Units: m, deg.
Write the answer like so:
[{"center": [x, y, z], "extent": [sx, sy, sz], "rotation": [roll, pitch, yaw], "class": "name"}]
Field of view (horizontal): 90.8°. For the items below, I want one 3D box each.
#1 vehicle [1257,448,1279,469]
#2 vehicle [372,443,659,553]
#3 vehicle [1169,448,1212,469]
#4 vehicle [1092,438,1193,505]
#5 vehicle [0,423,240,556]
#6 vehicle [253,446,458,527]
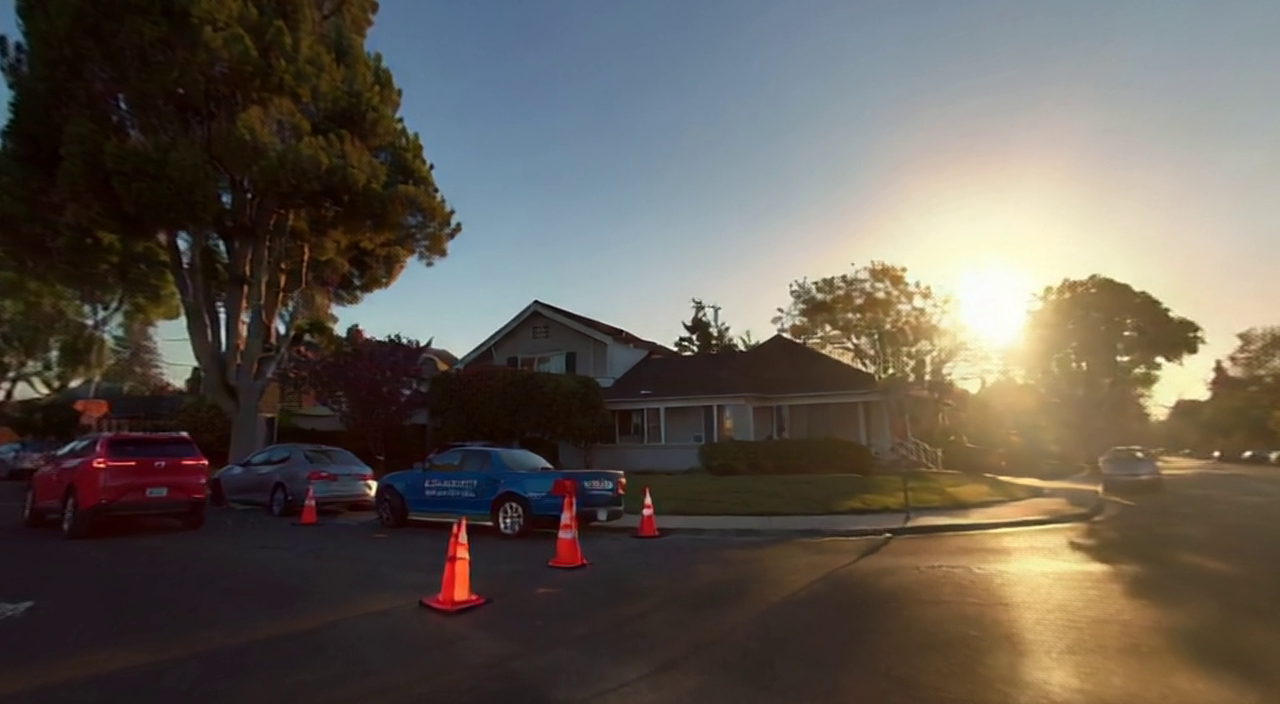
[{"center": [45.287, 7.532, 44.763], "extent": [1.673, 1.444, 4.225], "rotation": [-7, -11, 38], "class": "vehicle"}, {"center": [-2.287, 2.401, 11.233], "extent": [4.710, 1.515, 2.400], "rotation": [-6, -11, 36], "class": "vehicle"}, {"center": [40.403, 7.781, 46.472], "extent": [2.078, 1.445, 4.058], "rotation": [-7, -11, 38], "class": "vehicle"}, {"center": [15.036, 3.504, 18.983], "extent": [2.014, 1.742, 4.297], "rotation": [-7, -11, 37], "class": "vehicle"}, {"center": [-8.942, 2.159, 10.623], "extent": [4.094, 1.748, 2.350], "rotation": [-7, -11, 38], "class": "vehicle"}, {"center": [-6.598, 2.931, 14.459], "extent": [5.022, 1.497, 1.996], "rotation": [-6, -10, 36], "class": "vehicle"}]
